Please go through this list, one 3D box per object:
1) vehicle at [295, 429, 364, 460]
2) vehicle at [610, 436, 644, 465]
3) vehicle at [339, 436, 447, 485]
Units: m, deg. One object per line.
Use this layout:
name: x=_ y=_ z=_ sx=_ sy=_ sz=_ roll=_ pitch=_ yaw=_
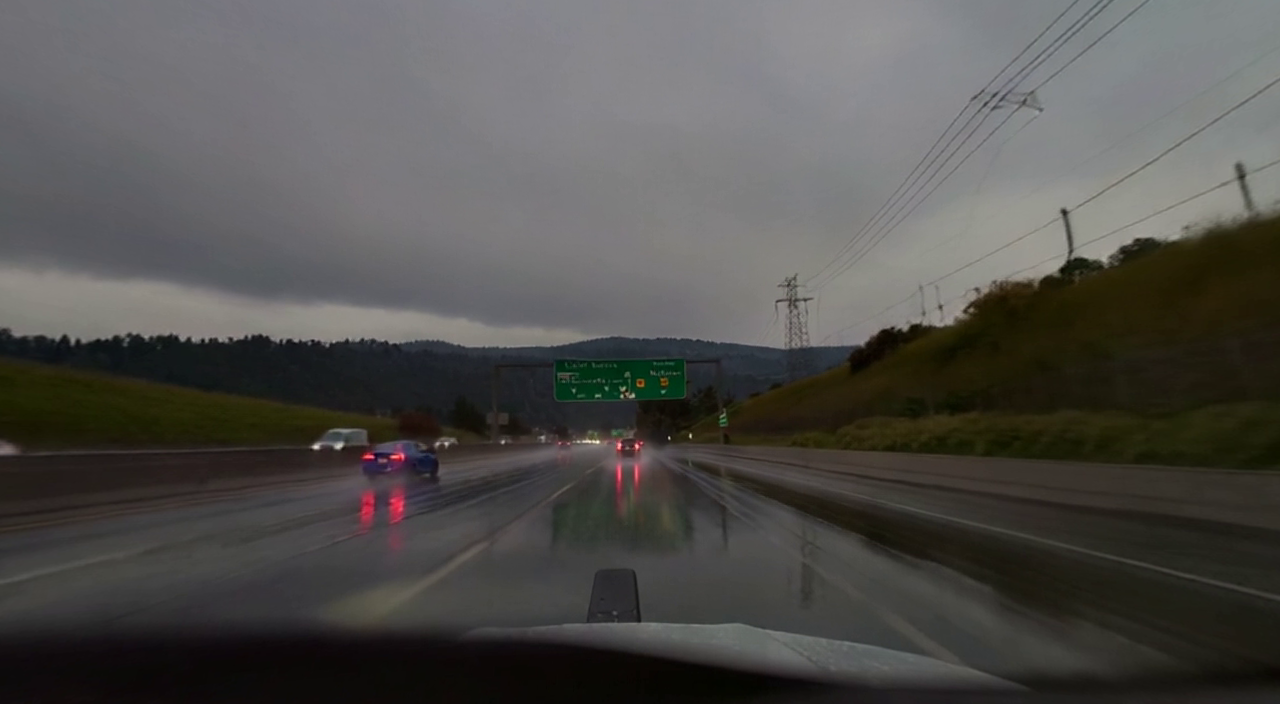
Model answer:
vehicle: x=-19.175 y=5.744 z=39.124 sx=2.119 sy=1.821 sz=4.700 roll=0 pitch=-8 yaw=-3
vehicle: x=-0.833 y=6.231 z=40.070 sx=2.040 sy=1.715 sz=3.906 roll=0 pitch=-8 yaw=-1
vehicle: x=-8.381 y=3.714 z=21.861 sx=2.047 sy=1.486 sz=4.306 roll=0 pitch=-8 yaw=-1
